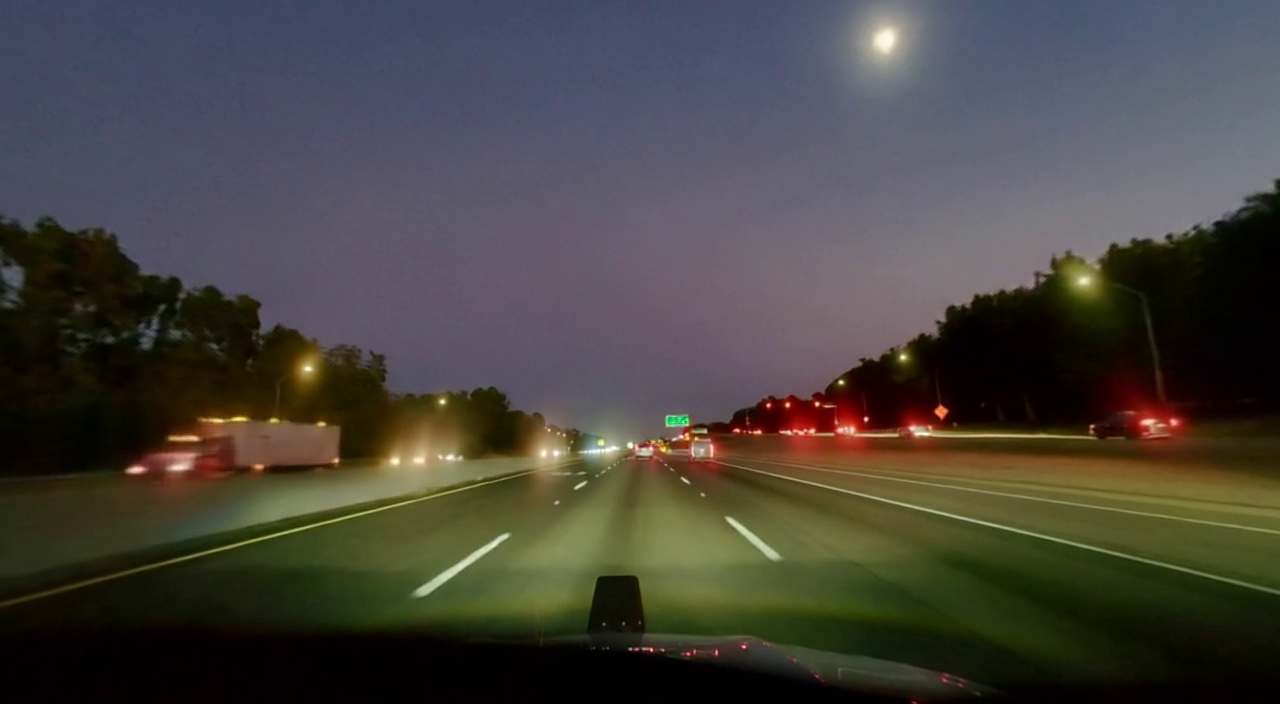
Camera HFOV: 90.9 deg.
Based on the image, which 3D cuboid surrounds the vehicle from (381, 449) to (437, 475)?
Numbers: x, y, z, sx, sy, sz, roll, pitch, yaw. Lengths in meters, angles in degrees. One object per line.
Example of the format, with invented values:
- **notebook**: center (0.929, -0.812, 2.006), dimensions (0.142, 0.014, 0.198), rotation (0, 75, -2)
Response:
- **vehicle**: center (-14.520, 6.925, 39.845), dimensions (1.844, 1.496, 4.305), rotation (-1, -8, 1)

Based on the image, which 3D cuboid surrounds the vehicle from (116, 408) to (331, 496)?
- **vehicle**: center (-18.842, 4.690, 29.935), dimensions (2.974, 3.380, 10.472), rotation (-1, -9, 1)

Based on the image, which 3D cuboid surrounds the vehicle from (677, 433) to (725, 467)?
- **vehicle**: center (3.958, 6.476, 41.743), dimensions (2.505, 2.020, 5.532), rotation (0, -8, -1)

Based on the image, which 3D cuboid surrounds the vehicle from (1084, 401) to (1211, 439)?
- **vehicle**: center (21.472, 2.974, 26.973), dimensions (1.872, 1.459, 4.502), rotation (-1, -8, 3)
